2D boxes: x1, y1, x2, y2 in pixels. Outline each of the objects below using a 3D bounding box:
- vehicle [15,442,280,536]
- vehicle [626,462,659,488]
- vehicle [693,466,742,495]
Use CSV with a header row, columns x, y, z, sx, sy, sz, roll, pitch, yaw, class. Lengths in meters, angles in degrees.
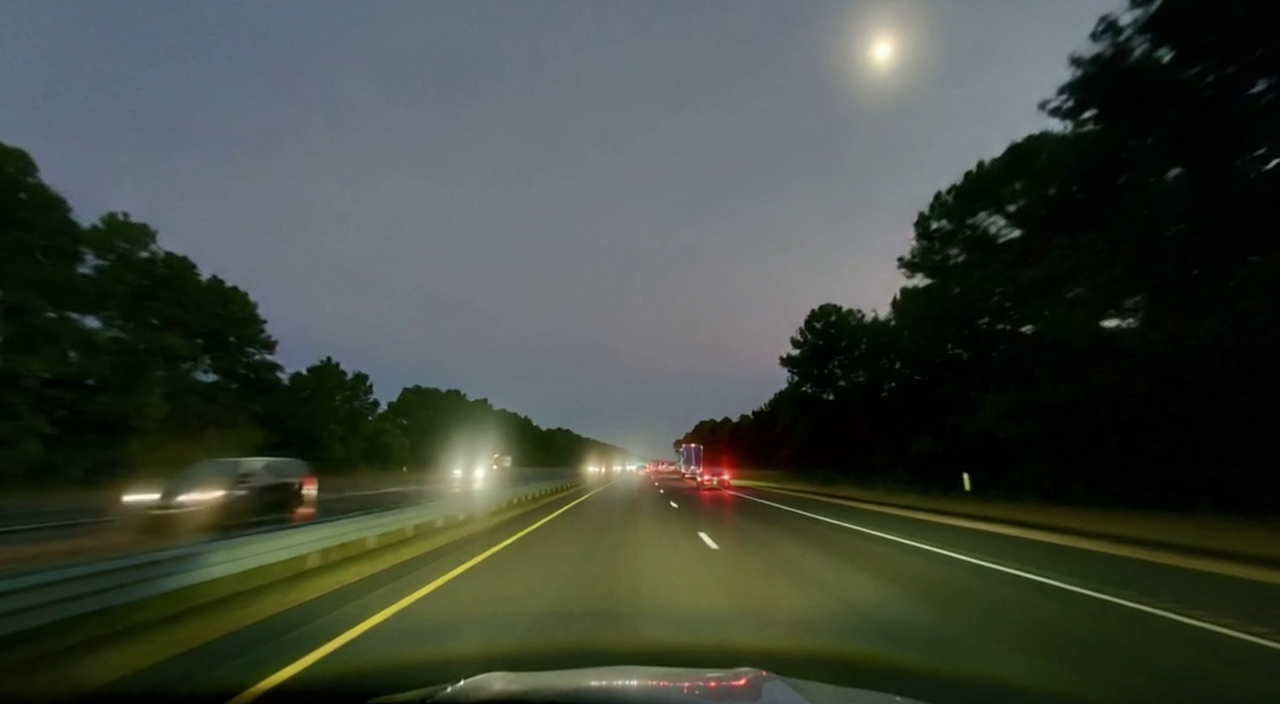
x,y,z,sx,sy,sz,roll,pitch,yaw,class
-9.690,2.748,12.997,1.960,1.578,4.296,1,-10,-1,vehicle
0.178,8.730,44.850,2.212,1.717,4.452,0,-10,1,vehicle
4.383,7.405,36.523,2.073,1.532,4.969,1,-10,-1,vehicle
